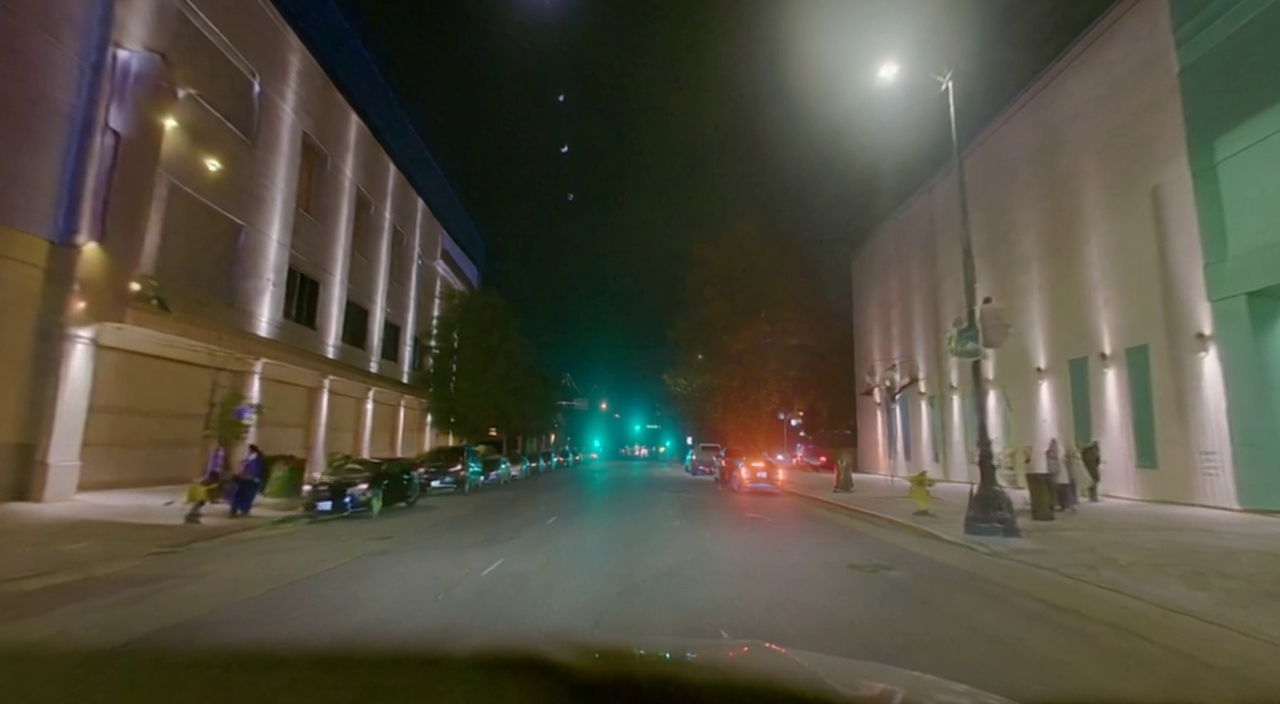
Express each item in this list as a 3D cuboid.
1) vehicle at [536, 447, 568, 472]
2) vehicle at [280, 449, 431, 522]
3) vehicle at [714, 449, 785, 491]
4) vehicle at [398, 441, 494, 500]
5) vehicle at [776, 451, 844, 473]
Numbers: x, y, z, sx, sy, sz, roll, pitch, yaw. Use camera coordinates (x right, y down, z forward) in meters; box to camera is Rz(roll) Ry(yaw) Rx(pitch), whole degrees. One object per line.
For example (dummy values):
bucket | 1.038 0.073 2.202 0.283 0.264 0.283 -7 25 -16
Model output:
vehicle | -6.908 8.535 49.735 1.996 1.770 5.518 -2 -10 -3
vehicle | -6.964 3.256 16.074 1.917 1.487 4.659 -1 -8 -3
vehicle | 4.324 4.729 25.607 1.973 1.494 4.867 0 -9 -1
vehicle | -6.910 4.224 23.101 2.238 1.891 4.780 0 -8 -3
vehicle | 12.676 8.185 47.058 4.499 1.558 2.007 -5 -10 29
